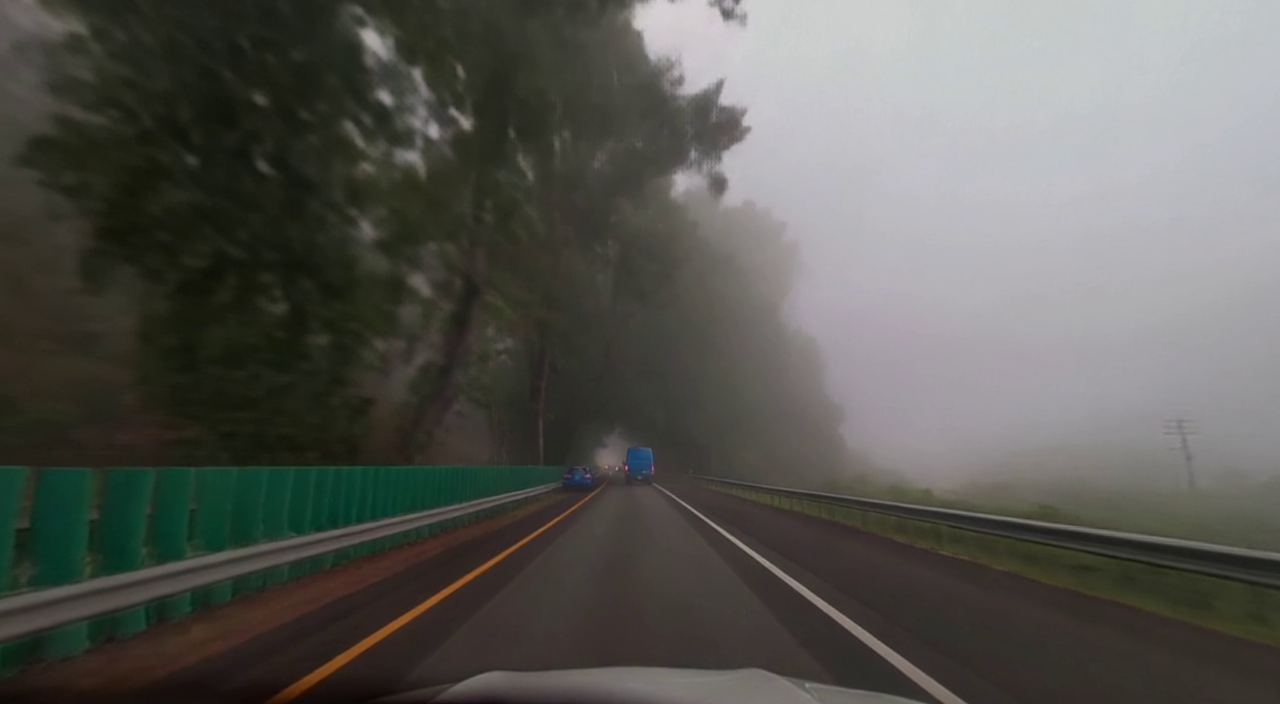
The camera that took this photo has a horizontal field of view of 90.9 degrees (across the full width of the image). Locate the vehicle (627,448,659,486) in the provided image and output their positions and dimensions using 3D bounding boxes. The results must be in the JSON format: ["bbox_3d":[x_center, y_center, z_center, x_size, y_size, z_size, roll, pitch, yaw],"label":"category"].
[{"bbox_3d":[0.179,9.096,49.669,2.382,2.752,5.333,1,-11,-1],"label":"vehicle"}]

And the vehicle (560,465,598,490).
[{"bbox_3d":[-3.826,7.935,40.006,2.038,1.490,4.391,1,-11,-1],"label":"vehicle"}]
